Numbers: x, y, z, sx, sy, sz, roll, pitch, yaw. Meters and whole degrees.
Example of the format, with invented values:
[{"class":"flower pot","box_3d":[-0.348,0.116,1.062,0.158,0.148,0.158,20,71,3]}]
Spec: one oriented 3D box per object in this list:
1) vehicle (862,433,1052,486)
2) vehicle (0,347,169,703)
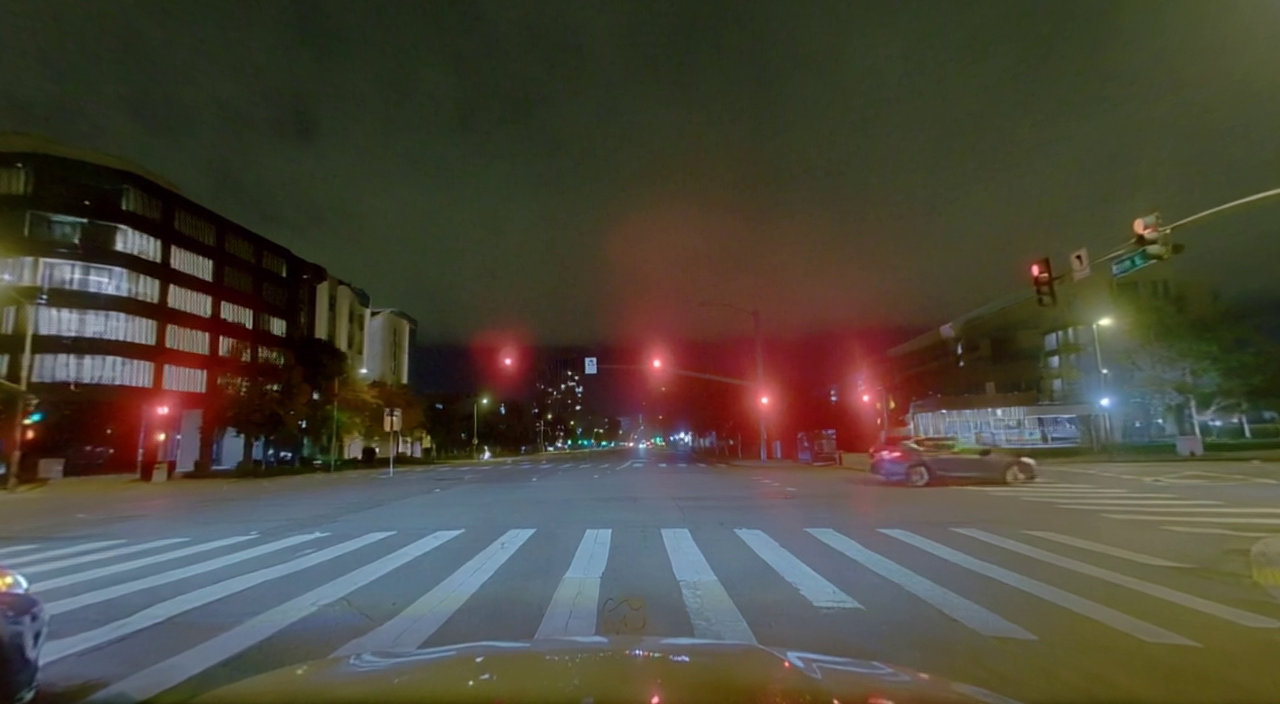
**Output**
[{"class":"vehicle","box_3d":[9.203,3.141,18.534,4.551,1.454,1.941,0,-8,-1]},{"class":"vehicle","box_3d":[-3.637,0.615,1.061,2.109,1.692,4.587,0,-8,0]}]
